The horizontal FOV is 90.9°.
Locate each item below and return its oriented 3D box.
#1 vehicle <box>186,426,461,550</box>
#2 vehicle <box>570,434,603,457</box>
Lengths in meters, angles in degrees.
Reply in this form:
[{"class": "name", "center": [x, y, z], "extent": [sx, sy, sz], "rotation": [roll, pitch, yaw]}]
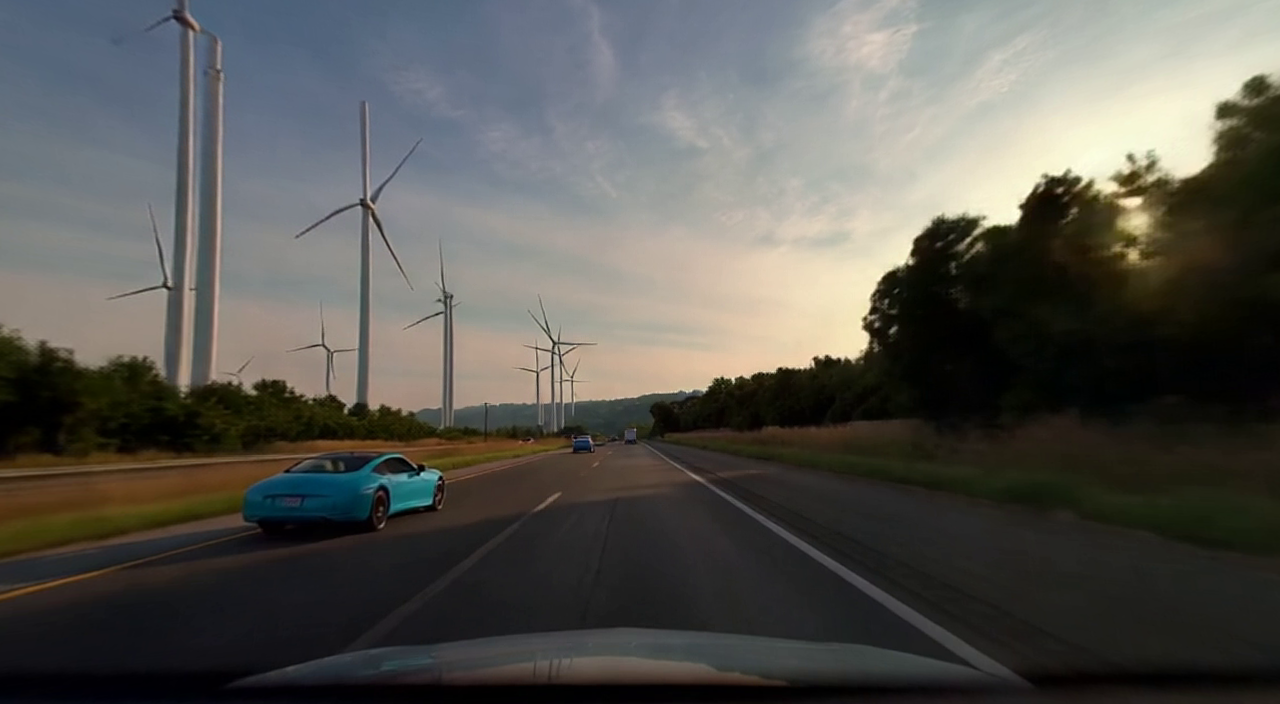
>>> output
[{"class": "vehicle", "center": [-4.245, 1.856, 9.399], "extent": [1.969, 1.413, 4.194], "rotation": [0, -8, -1]}, {"class": "vehicle", "center": [-3.560, 6.305, 42.458], "extent": [2.024, 1.456, 3.754], "rotation": [0, -8, -2]}]
